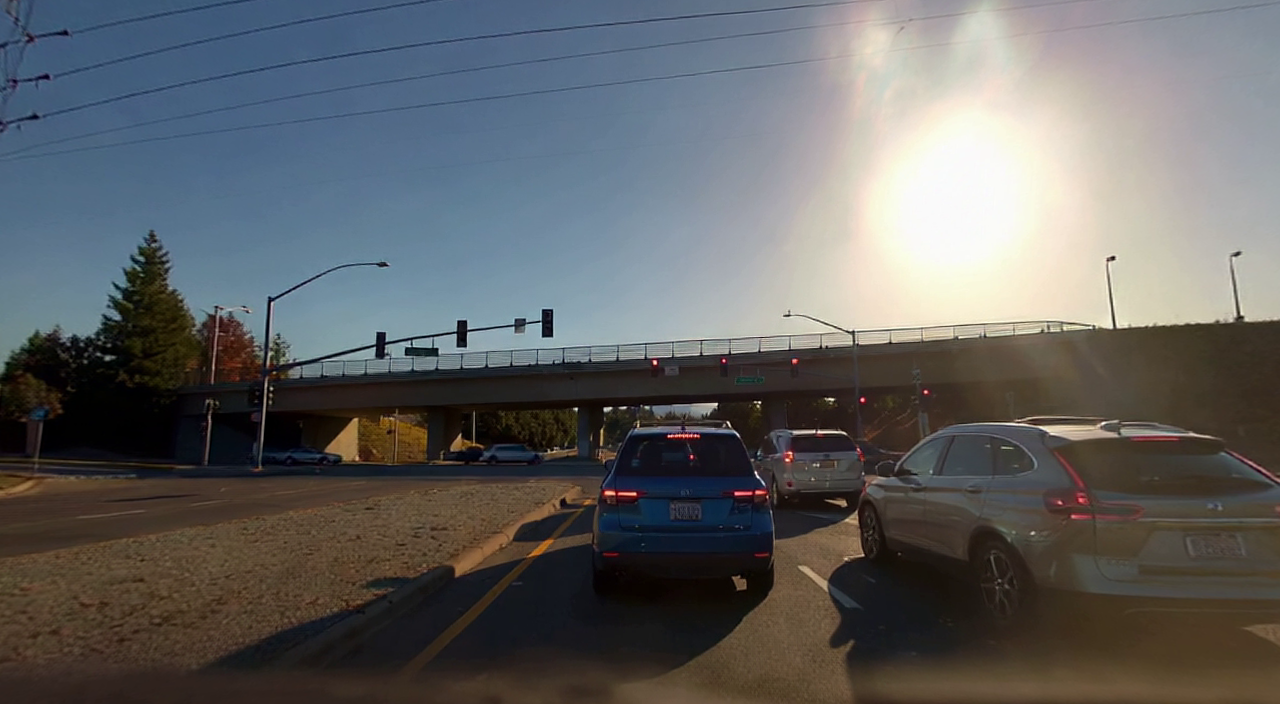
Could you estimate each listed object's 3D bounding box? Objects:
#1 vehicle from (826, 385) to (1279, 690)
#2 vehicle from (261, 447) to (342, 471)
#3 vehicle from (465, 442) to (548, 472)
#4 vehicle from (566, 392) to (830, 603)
[{"bbox_3d":[3.405,1.348,5.812,1.990,1.649,4.625,0,-8,0],"label":"vehicle"},{"bbox_3d":[-21.859,6.860,40.821,4.411,1.466,1.998,-3,-9,16],"label":"vehicle"},{"bbox_3d":[-8.097,6.425,38.741,4.673,1.740,2.174,0,-8,-3],"label":"vehicle"},{"bbox_3d":[0.439,1.556,7.617,2.240,1.778,4.335,0,-8,-2],"label":"vehicle"}]
